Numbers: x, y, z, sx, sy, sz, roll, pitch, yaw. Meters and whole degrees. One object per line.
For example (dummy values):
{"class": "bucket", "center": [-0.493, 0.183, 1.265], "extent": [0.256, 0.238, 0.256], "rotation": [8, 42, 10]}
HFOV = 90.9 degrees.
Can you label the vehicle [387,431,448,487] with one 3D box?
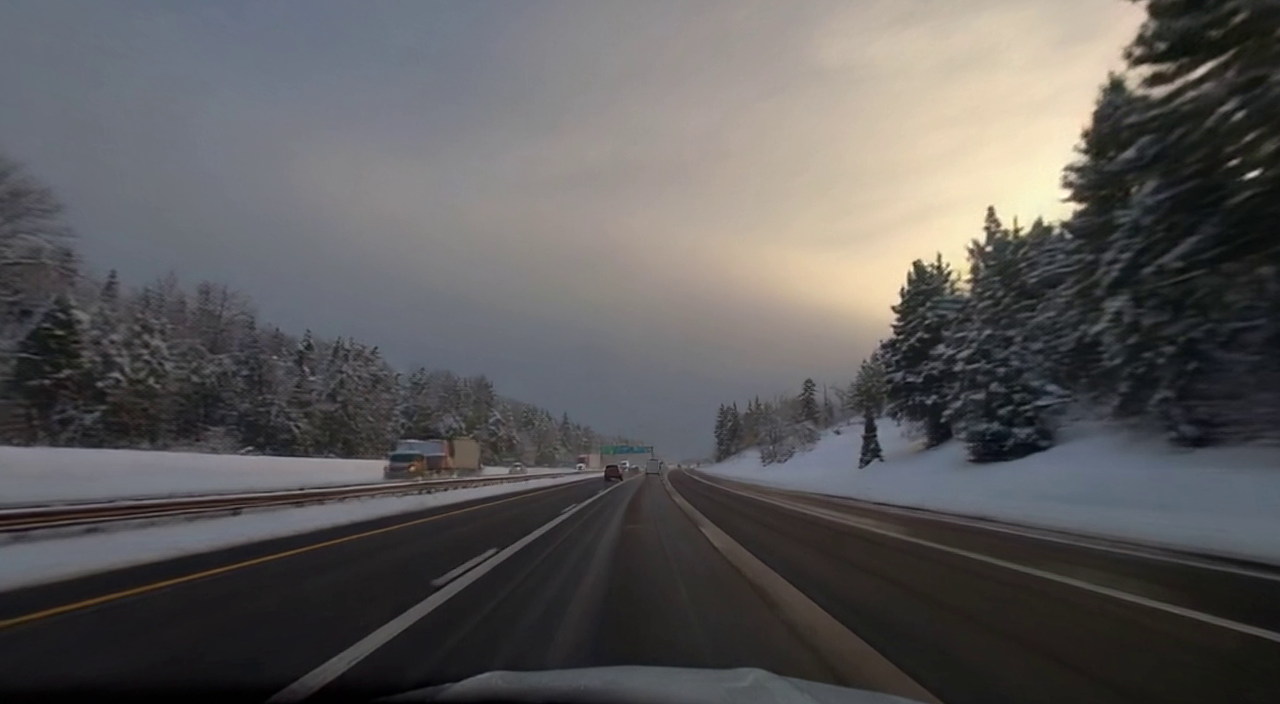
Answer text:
{"class": "vehicle", "center": [-16.566, 8.046, 47.247], "extent": [2.947, 3.901, 3.604], "rotation": [1, -11, 2]}
